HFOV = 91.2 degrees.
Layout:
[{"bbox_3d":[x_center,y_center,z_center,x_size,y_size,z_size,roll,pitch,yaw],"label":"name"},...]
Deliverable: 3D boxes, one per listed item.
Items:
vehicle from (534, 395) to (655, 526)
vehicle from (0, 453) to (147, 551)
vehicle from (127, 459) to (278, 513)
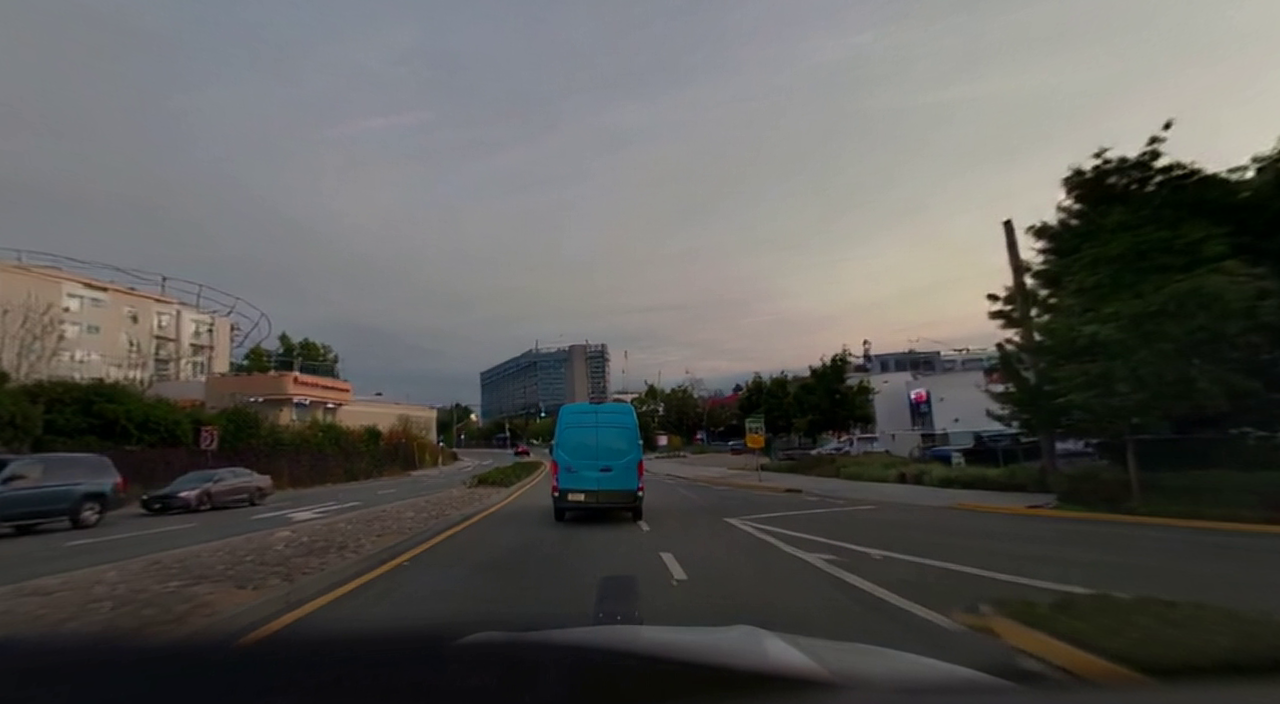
[{"bbox_3d":[-1.223,2.638,15.626,2.432,2.624,5.670,1,-9,-6],"label":"vehicle"},{"bbox_3d":[-12.260,2.903,12.374,2.114,1.668,3.747,-2,-9,-3],"label":"vehicle"},{"bbox_3d":[-15.918,4.840,23.165,1.938,1.688,4.523,-1,-9,7],"label":"vehicle"}]
